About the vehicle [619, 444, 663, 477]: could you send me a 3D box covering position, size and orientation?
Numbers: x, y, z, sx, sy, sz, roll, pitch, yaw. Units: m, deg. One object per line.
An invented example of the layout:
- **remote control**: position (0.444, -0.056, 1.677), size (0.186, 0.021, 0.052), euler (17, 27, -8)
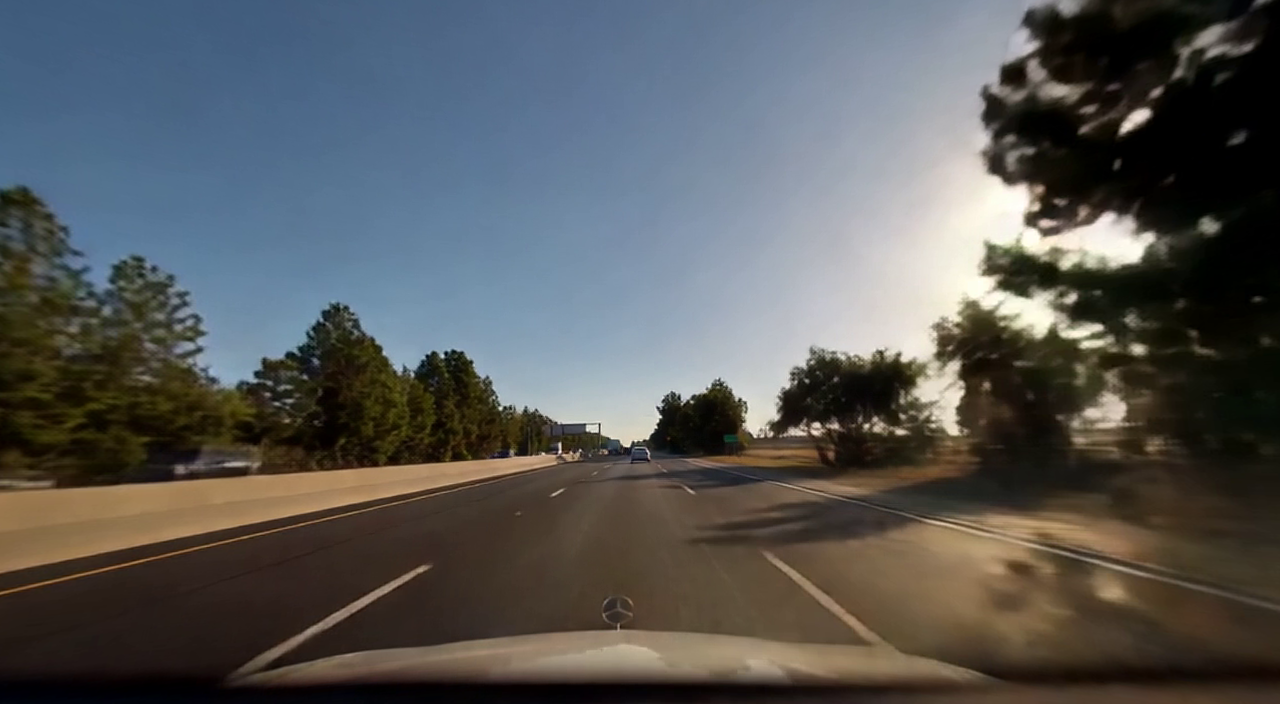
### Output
- **vehicle**: position (0.036, 5.511, 32.045), size (2.095, 1.537, 4.017), euler (0, -9, -1)

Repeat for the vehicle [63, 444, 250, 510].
- **vehicle**: position (-14.005, 3.609, 18.597), size (1.970, 1.692, 4.464), euler (0, -9, 0)
